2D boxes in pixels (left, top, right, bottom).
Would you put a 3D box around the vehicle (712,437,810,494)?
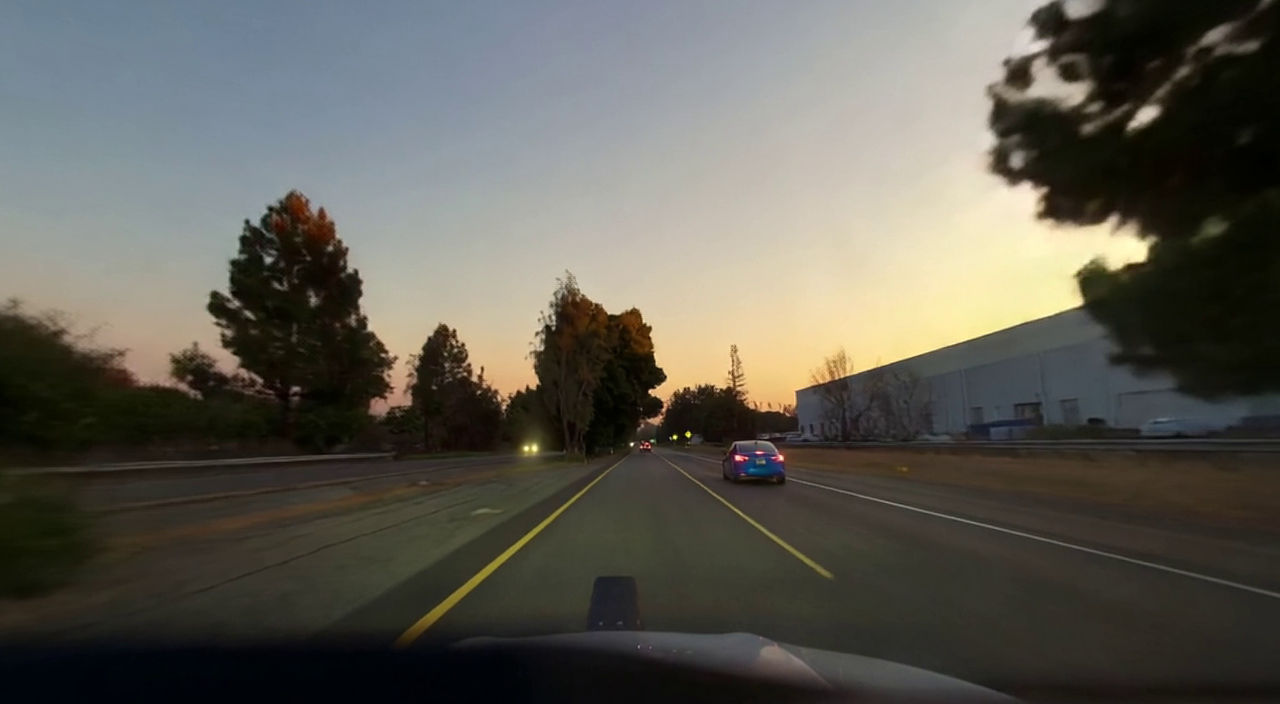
[{"bbox_3d":[3.520,3.378,19.091,2.079,1.531,3.997,0,-8,-1],"label":"vehicle"}]
